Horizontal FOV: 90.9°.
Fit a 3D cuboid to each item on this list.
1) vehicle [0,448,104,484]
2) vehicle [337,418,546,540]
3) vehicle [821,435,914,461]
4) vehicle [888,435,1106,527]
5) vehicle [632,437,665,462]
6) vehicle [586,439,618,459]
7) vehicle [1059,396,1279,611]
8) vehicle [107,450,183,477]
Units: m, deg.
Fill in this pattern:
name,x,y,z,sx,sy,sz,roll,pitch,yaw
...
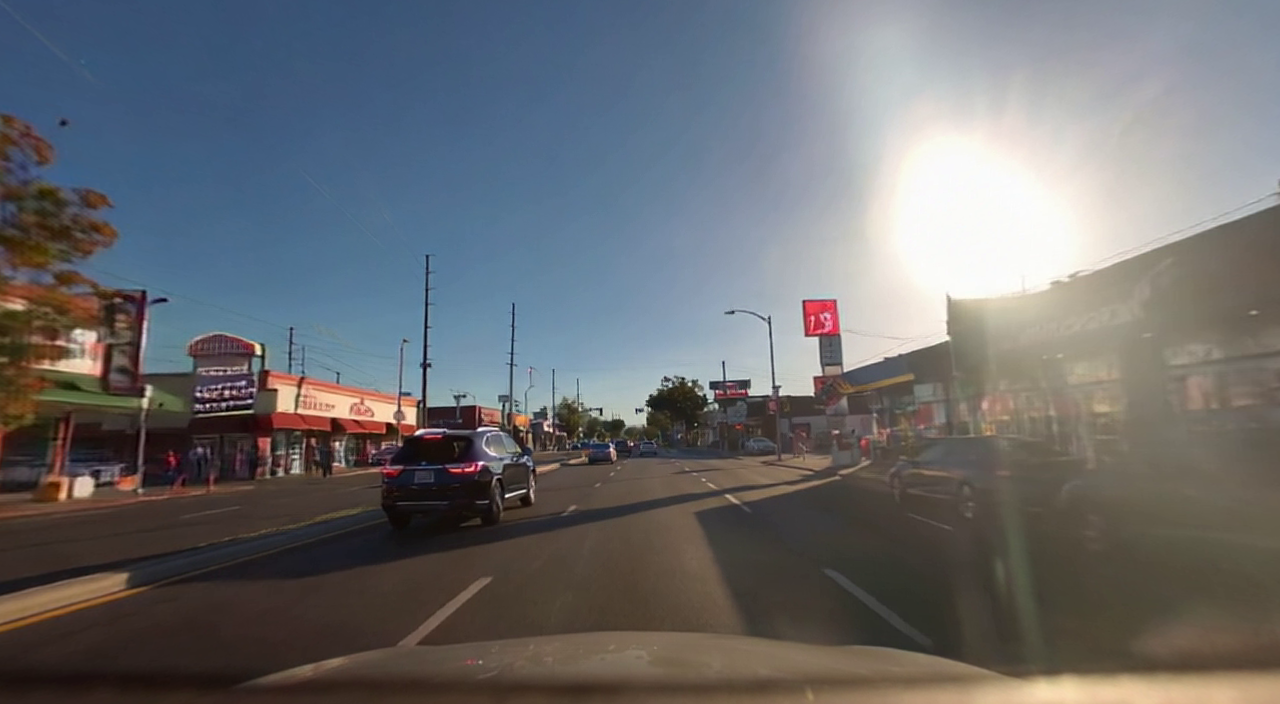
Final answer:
name,x,y,z,sx,sy,sz,roll,pitch,yaw
vehicle,-31.025,5.958,33.130,4.589,1.779,2.154,-3,-9,20
vehicle,-3.052,2.076,10.912,2.049,1.646,4.445,-1,-9,2
vehicle,13.449,5.703,37.411,4.707,1.485,1.948,0,-9,-2
vehicle,6.728,2.444,12.513,1.896,1.497,4.032,0,-9,-1
vehicle,0.573,6.351,41.124,2.037,1.484,4.073,0,-9,0
vehicle,-2.809,7.270,47.277,1.950,1.450,4.257,-1,-9,2
vehicle,6.481,1.304,5.503,2.129,1.802,5.084,0,-9,0
vehicle,-32.318,7.275,41.130,4.435,1.483,1.990,-5,-8,23
